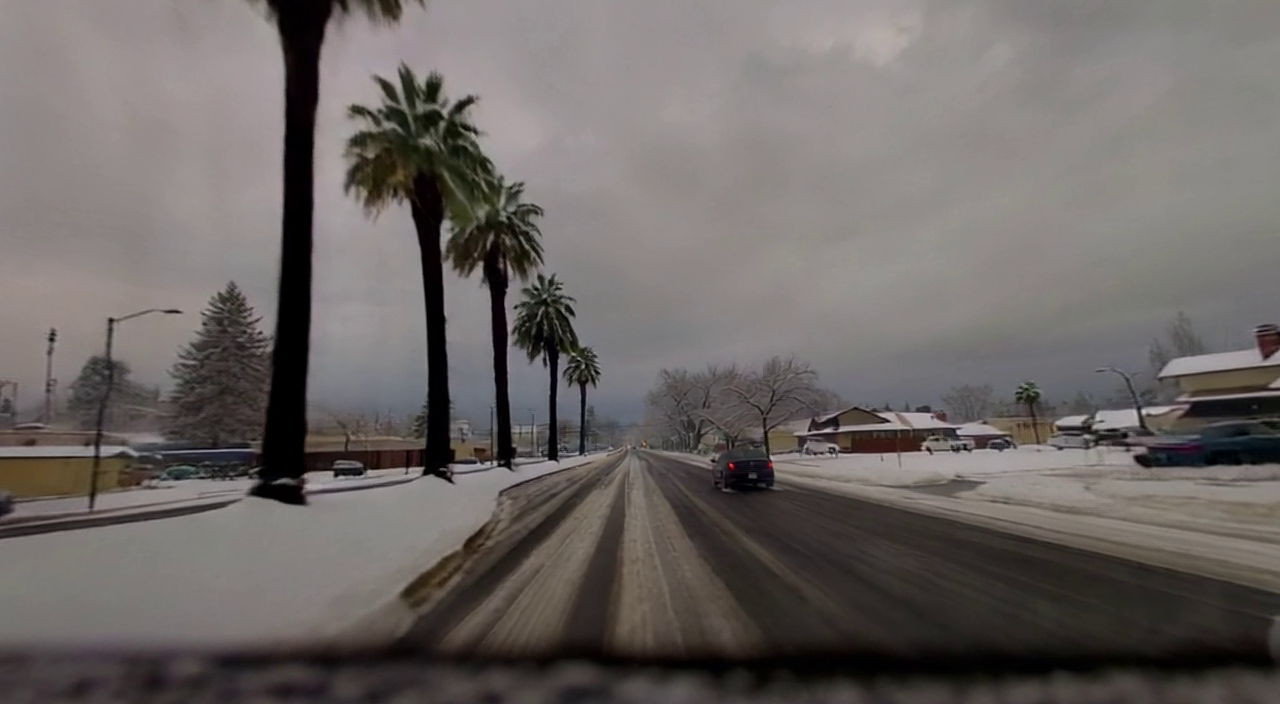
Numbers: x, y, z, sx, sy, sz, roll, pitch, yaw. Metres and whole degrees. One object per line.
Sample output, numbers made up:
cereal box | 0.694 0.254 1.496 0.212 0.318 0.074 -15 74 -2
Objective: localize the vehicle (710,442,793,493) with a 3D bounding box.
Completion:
vehicle | 3.587 3.804 21.140 1.989 1.492 4.689 0 -9 1
